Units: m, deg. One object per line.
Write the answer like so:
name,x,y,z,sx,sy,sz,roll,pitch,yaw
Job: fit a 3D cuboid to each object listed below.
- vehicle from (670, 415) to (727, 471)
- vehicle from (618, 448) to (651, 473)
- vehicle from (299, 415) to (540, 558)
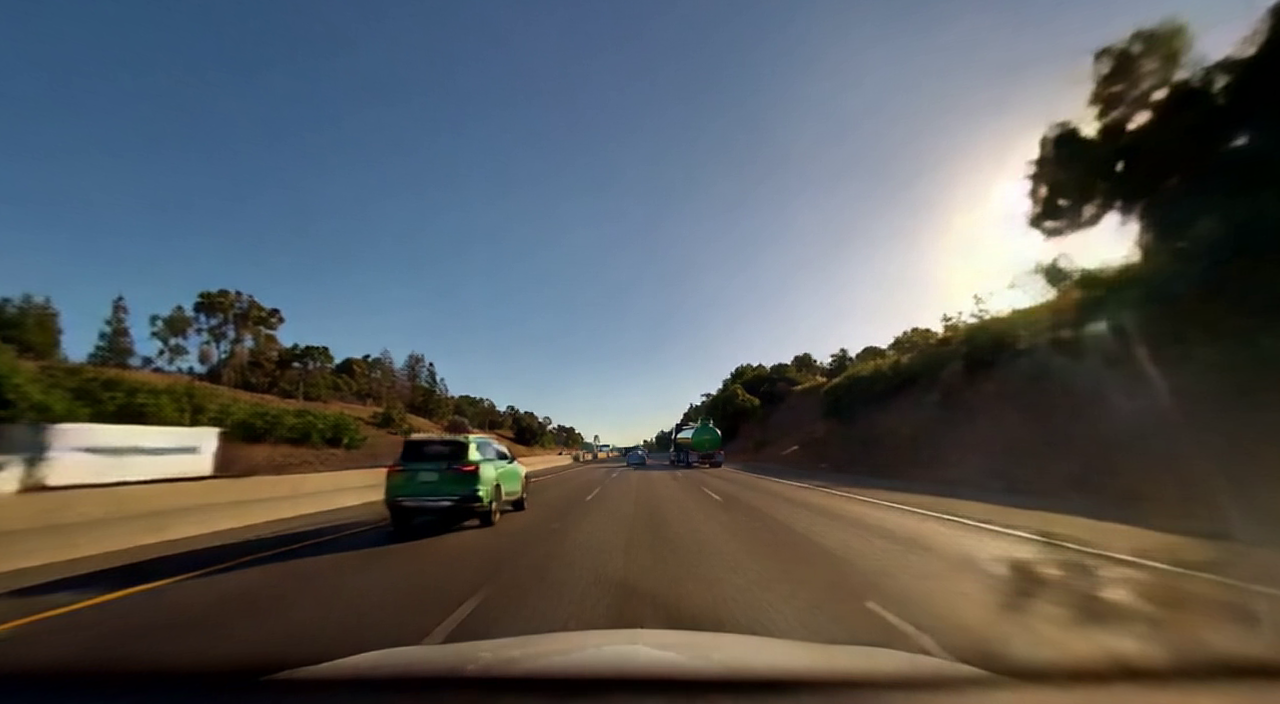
vehicle,4.130,6.978,48.096,2.889,3.606,13.832,0,-9,-1
vehicle,-0.332,7.005,40.921,2.013,1.498,3.908,0,-9,0
vehicle,-3.196,2.079,10.468,2.258,1.805,4.665,0,-9,1
